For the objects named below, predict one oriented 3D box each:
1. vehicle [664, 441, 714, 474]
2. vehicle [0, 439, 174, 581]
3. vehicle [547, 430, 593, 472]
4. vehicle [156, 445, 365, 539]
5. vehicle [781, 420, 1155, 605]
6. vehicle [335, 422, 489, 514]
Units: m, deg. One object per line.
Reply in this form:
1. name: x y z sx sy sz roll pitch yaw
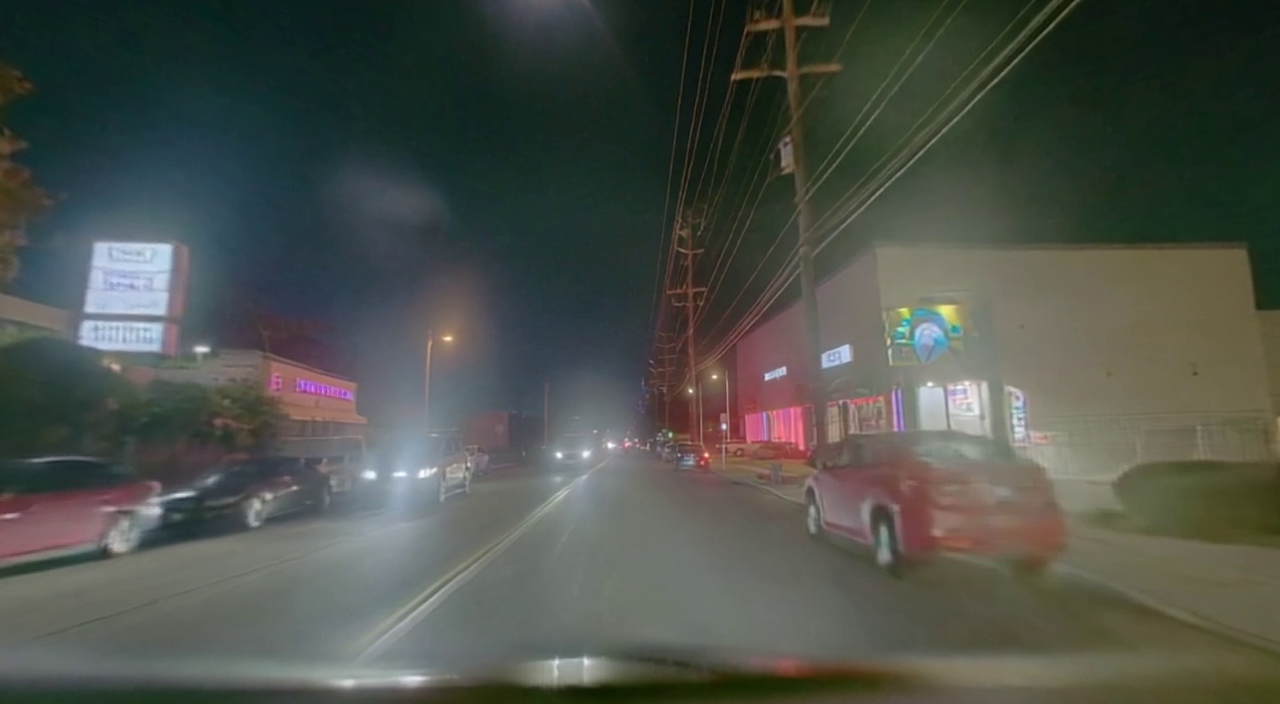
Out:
1. vehicle: 2.576 5.288 32.016 2.261 1.503 4.695 -2 -8 7
2. vehicle: -8.854 2.039 8.120 2.009 1.684 5.009 -2 -7 -1
3. vehicle: -3.593 5.209 33.332 2.115 2.065 4.452 0 -9 -3
4. vehicle: -8.554 3.121 14.943 1.791 1.622 5.056 -2 -7 1
5. vehicle: 3.429 1.777 8.064 2.136 1.586 4.919 1 -9 0
6. vehicle: -5.486 2.844 15.948 2.152 1.918 4.217 -3 -8 3
